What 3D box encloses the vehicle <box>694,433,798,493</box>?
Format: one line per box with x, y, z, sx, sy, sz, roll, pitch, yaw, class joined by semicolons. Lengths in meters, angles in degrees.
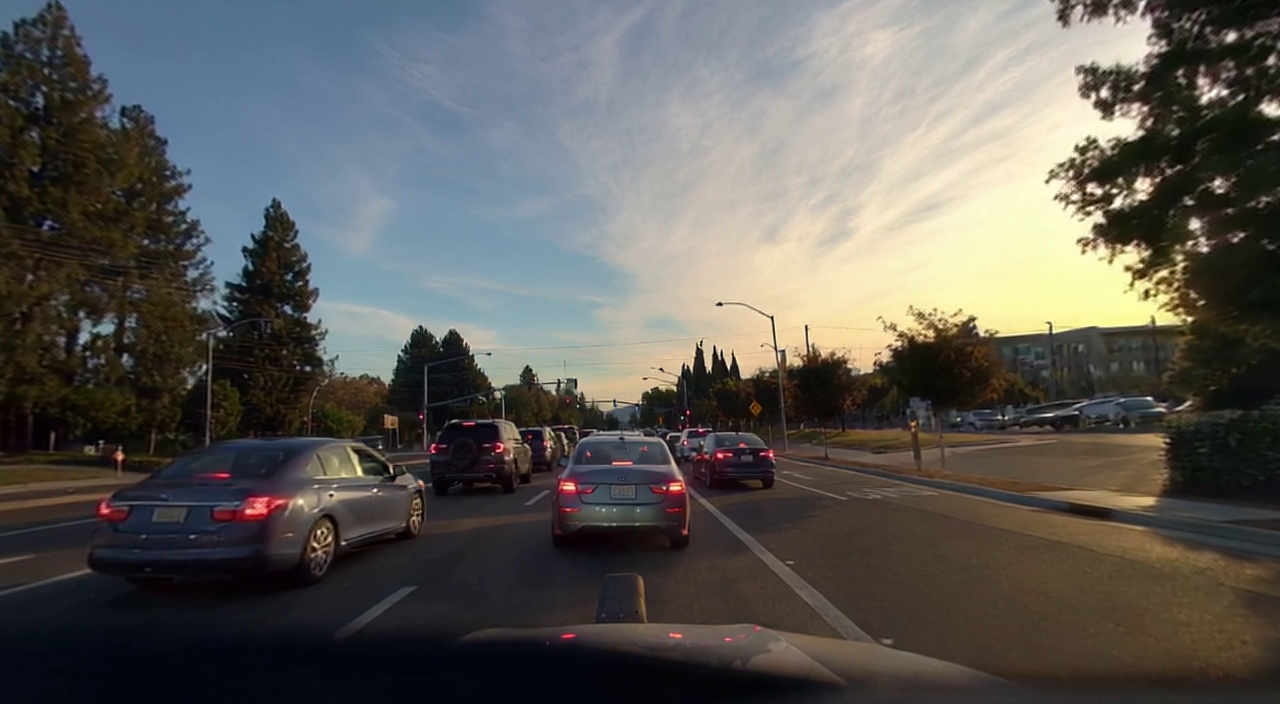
2.812;3.059;17.817;1.978;1.452;4.381;0;-8;-3;vehicle

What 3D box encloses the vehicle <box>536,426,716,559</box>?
-0.227;1.875;9.162;2.007;1.467;4.059;0;-8;-2;vehicle

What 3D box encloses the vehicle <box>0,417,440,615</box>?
-3.865;1.543;6.907;1.985;1.467;4.224;0;-8;-1;vehicle

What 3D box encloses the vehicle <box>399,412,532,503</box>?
-4.037;2.531;15.507;2.054;1.881;4.469;0;-8;-1;vehicle
